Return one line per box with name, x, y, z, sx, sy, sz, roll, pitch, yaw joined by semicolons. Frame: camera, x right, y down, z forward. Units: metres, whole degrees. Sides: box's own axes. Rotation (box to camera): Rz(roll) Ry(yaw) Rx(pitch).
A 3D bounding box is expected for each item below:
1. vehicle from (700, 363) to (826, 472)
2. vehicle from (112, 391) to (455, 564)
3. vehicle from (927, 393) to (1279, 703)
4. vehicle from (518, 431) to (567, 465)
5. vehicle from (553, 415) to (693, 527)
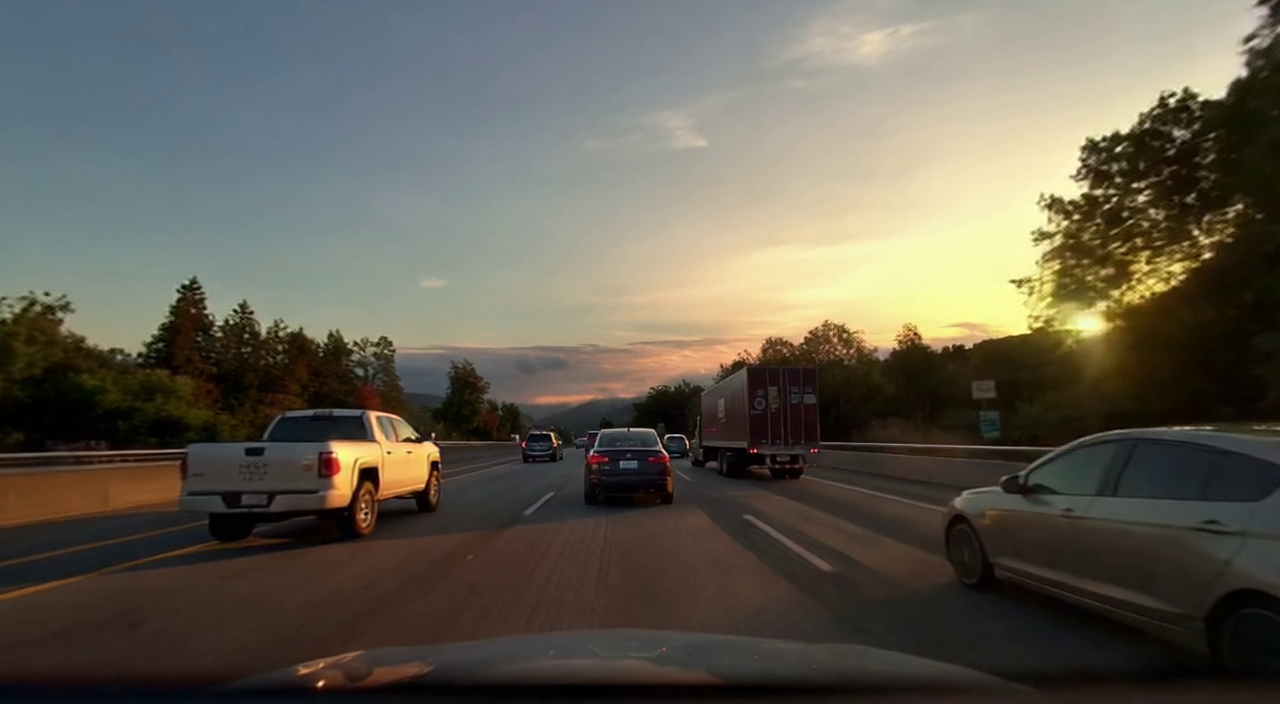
vehicle;5.352;3.433;31.029;2.888;4.135;14.071;0;-8;-2
vehicle;-4.360;1.611;8.884;2.101;1.767;4.702;0;-8;-1
vehicle;3.554;1.049;3.561;1.951;1.477;3.963;0;-8;0
vehicle;-5.010;4.975;32.913;1.971;1.648;3.983;0;-8;0
vehicle;-0.293;2.037;11.368;2.083;1.647;3.799;0;-8;-2
